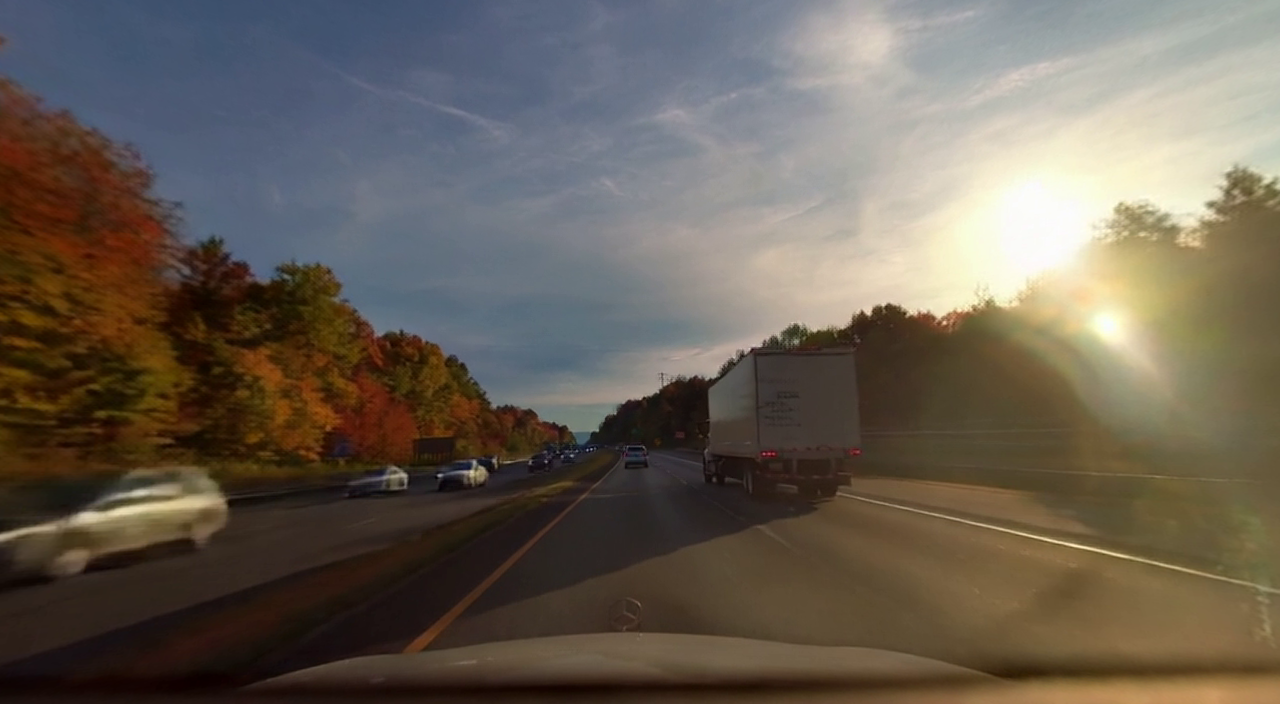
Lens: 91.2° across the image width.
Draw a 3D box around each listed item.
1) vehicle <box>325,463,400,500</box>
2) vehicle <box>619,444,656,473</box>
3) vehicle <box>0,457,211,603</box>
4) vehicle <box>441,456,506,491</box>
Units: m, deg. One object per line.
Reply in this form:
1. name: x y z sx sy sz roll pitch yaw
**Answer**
1. vehicle: -13.314 6.224 30.348 1.842 1.527 3.921 -1 -9 0
2. vehicle: -0.183 6.654 39.351 2.168 1.705 4.272 -1 -9 -1
3. vehicle: -8.684 2.416 9.085 1.967 1.682 4.187 0 -9 -1
4. vehicle: -8.489 6.227 32.449 2.068 1.560 4.870 -1 -9 0
